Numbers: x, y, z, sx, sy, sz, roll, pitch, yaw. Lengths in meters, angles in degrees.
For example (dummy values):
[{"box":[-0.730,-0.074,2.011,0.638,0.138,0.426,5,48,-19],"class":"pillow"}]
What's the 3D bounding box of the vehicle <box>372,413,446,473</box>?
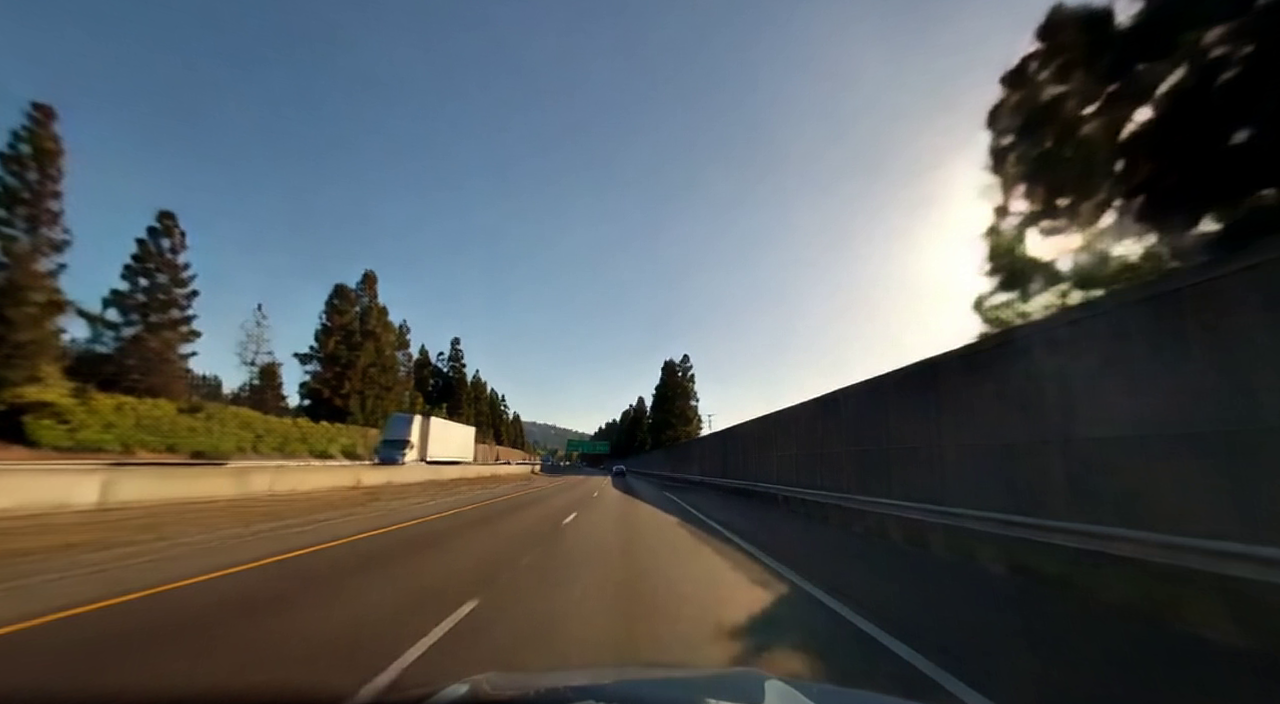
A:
[{"box":[-15.939,6.416,43.916,3.006,3.840,5.721,1,-10,-2],"class":"vehicle"}]
